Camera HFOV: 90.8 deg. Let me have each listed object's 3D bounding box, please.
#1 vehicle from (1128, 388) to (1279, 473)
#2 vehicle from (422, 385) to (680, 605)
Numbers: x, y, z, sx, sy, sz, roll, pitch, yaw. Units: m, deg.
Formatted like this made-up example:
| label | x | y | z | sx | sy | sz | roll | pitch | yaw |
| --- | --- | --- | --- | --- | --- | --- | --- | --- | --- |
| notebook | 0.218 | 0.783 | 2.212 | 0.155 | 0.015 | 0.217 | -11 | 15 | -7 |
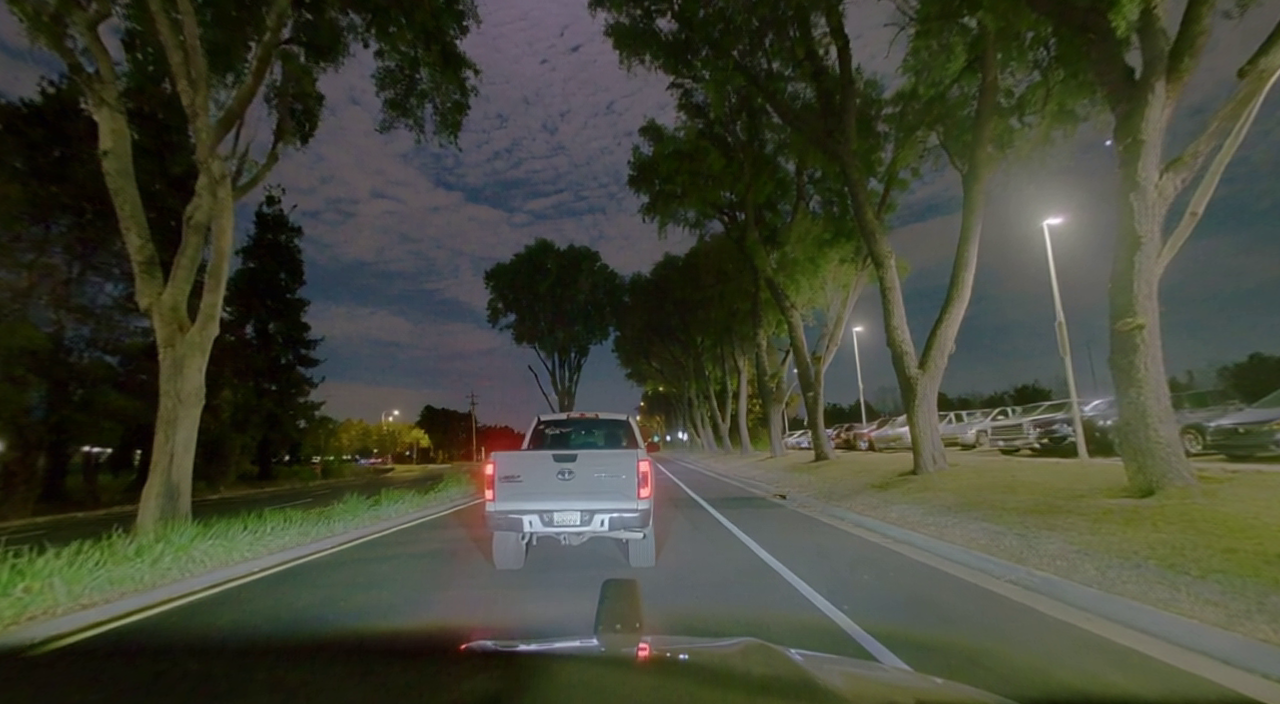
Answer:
| label | x | y | z | sx | sy | sz | roll | pitch | yaw |
| --- | --- | --- | --- | --- | --- | --- | --- | --- | --- |
| vehicle | 11.876 | 1.422 | 11.475 | 4.298 | 1.392 | 1.944 | -1 | -8 | 2 |
| vehicle | -0.670 | 1.562 | 7.874 | 2.157 | 1.816 | 5.039 | 0 | -8 | 2 |
